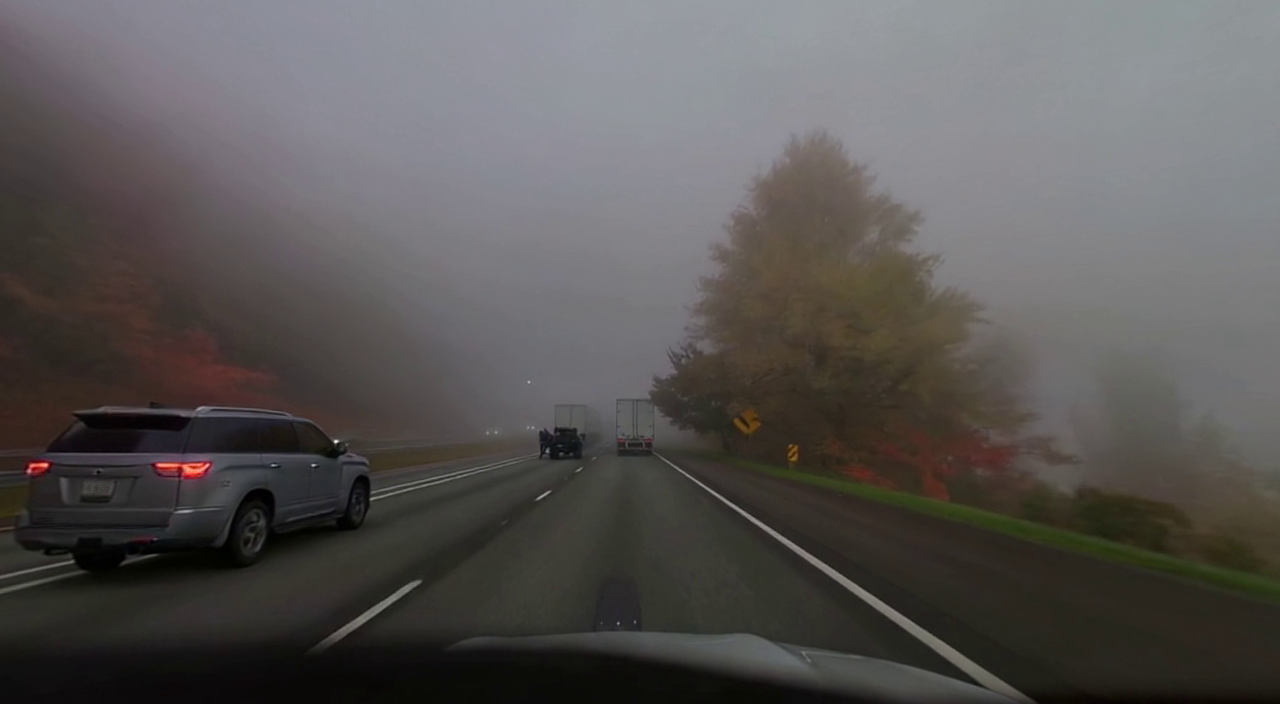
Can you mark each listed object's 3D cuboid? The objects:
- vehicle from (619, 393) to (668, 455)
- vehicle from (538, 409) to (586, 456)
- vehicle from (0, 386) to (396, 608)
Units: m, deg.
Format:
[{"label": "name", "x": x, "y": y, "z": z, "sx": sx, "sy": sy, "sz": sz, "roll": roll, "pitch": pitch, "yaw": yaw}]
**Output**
[{"label": "vehicle", "x": 0.070, "y": 5.168, "z": 44.567, "sx": 3.078, "sy": 3.955, "sz": 8.774, "roll": 0, "pitch": -8, "yaw": -3}, {"label": "vehicle", "x": -4.822, "y": 5.129, "z": 39.776, "sx": 2.383, "sy": 2.726, "sz": 5.677, "roll": 0, "pitch": -8, "yaw": 0}, {"label": "vehicle", "x": -4.688, "y": 1.399, "z": 7.080, "sx": 2.089, "sy": 1.669, "sz": 4.515, "roll": 0, "pitch": -8, "yaw": 0}]
